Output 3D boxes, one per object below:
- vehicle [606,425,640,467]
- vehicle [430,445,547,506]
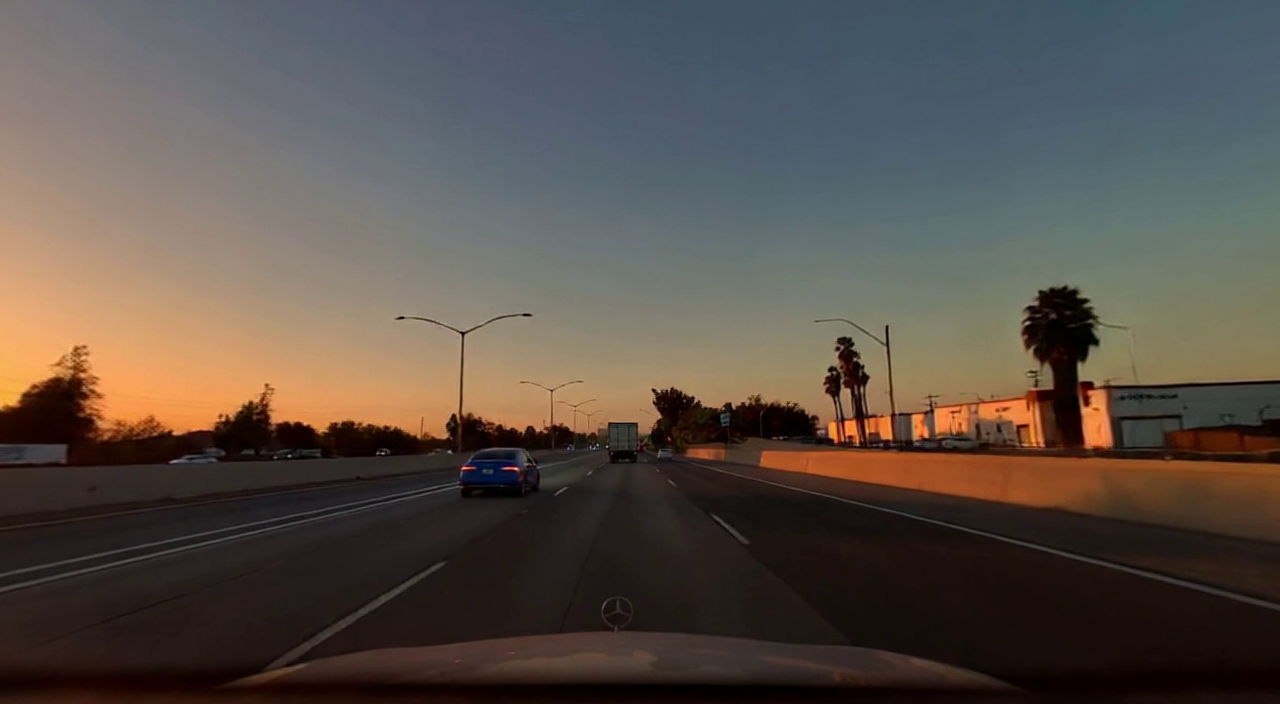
[{"bbox_3d":[-1.269,7.153,48.020,2.364,2.953,6.495,0,-9,-1],"label":"vehicle"},{"bbox_3d":[-3.933,3.265,17.223,2.097,1.447,4.291,0,-9,0],"label":"vehicle"}]
